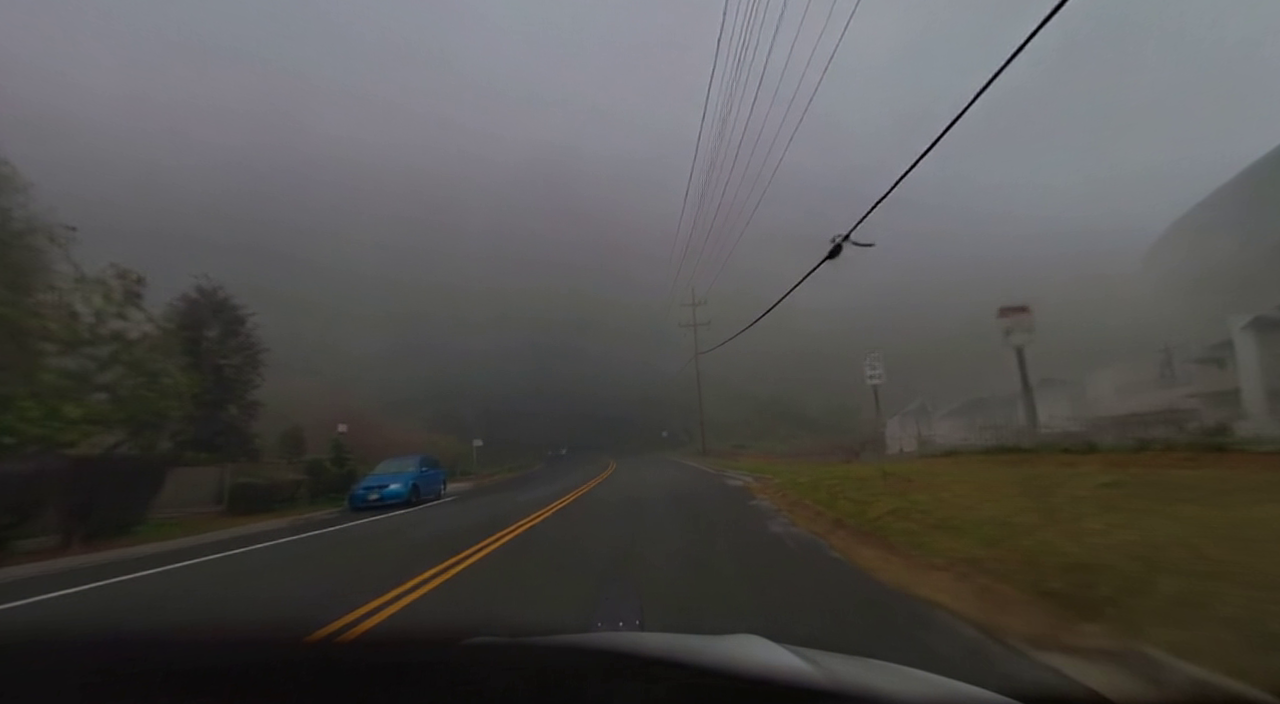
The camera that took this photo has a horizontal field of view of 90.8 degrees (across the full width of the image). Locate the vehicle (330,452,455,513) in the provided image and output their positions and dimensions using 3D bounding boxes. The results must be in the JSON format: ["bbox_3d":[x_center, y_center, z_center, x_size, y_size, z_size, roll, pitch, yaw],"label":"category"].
[{"bbox_3d":[-7.830,4.146,20.552,2.114,1.693,4.468,0,-9,2],"label":"vehicle"}]
